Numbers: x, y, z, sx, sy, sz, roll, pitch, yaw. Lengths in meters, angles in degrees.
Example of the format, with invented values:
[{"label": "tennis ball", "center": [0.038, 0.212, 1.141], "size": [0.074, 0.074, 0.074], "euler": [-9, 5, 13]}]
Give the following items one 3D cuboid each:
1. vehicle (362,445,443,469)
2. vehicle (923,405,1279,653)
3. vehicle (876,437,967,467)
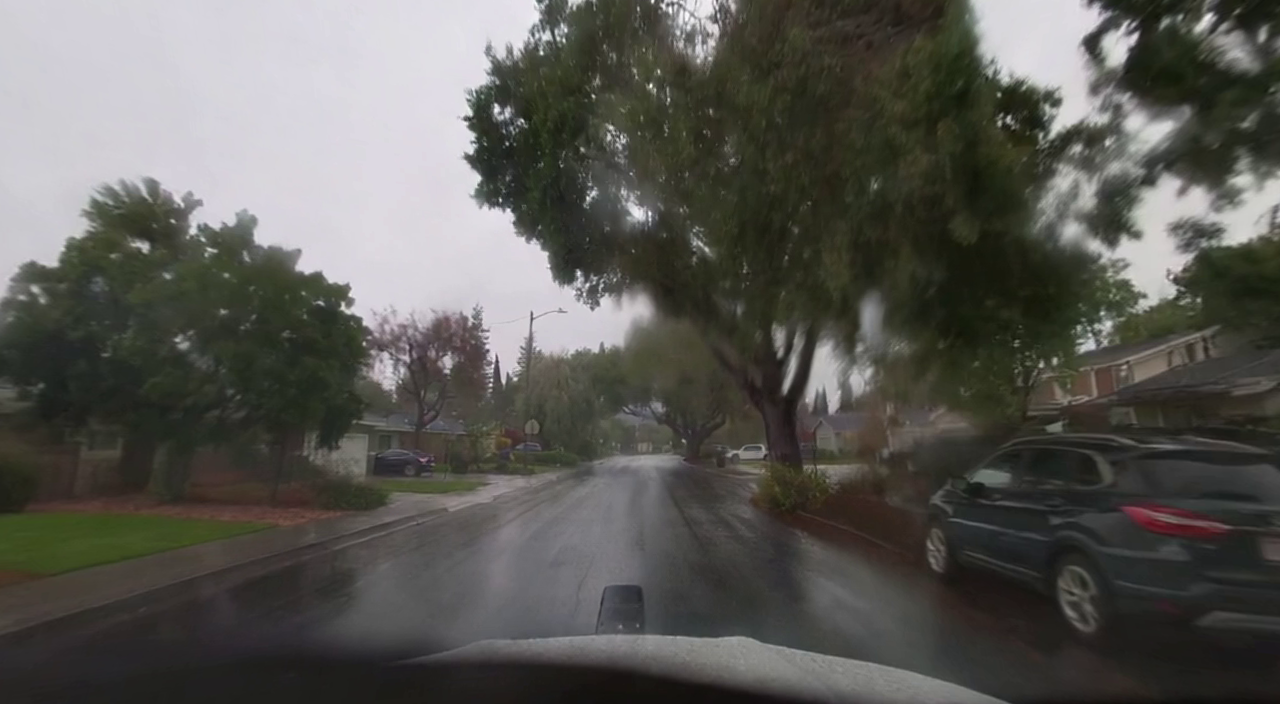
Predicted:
[{"label": "vehicle", "center": [-14.089, 6.244, 37.630], "size": [4.138, 1.355, 1.808], "euler": [0, -8, 0]}, {"label": "vehicle", "center": [4.843, 1.516, 6.500], "size": [1.948, 1.686, 4.224], "euler": [0, -8, 1]}, {"label": "vehicle", "center": [16.820, 5.951, 37.867], "size": [4.495, 1.724, 1.943], "euler": [0, -8, -3]}]
